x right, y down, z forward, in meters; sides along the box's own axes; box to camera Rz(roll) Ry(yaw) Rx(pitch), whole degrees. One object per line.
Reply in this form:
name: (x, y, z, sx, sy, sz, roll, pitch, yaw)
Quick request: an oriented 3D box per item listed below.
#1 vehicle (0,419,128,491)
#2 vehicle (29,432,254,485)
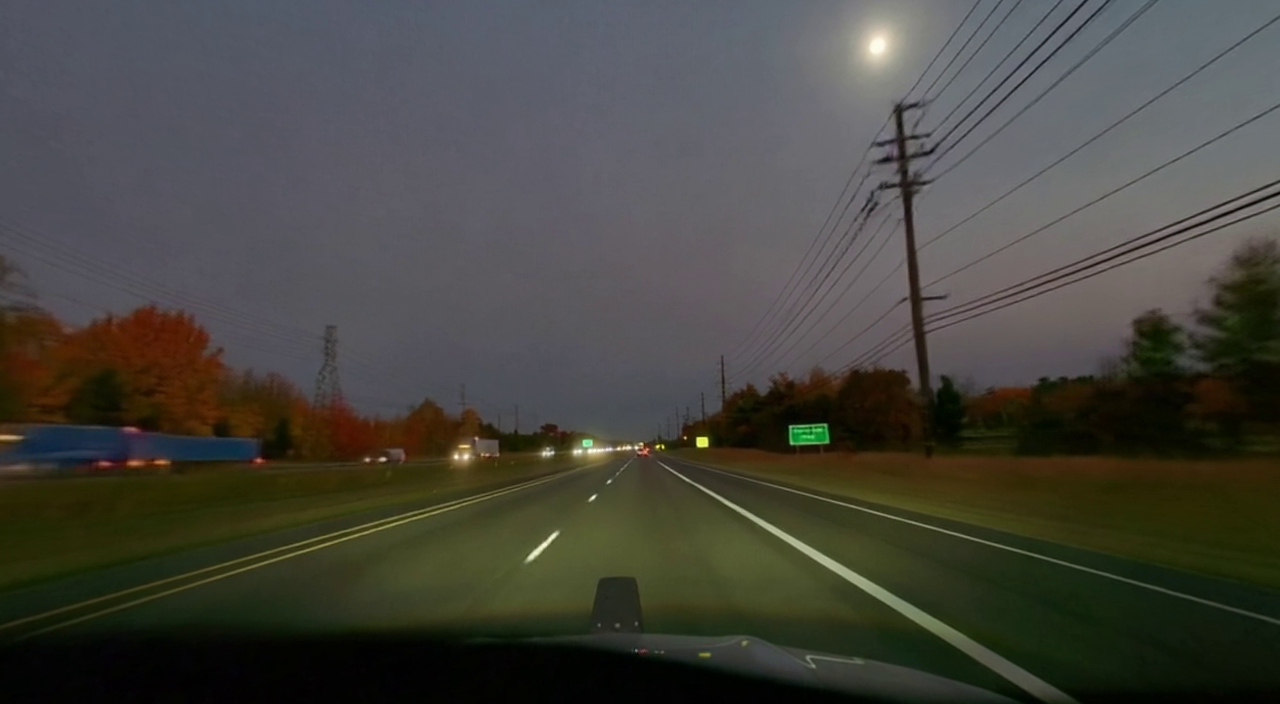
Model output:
vehicle: (-31.994, 5.353, 33.001, 3.034, 3.377, 8.451, 0, -9, 0)
vehicle: (-31.944, 6.991, 42.052, 2.766, 2.849, 15.052, 0, -9, 1)
